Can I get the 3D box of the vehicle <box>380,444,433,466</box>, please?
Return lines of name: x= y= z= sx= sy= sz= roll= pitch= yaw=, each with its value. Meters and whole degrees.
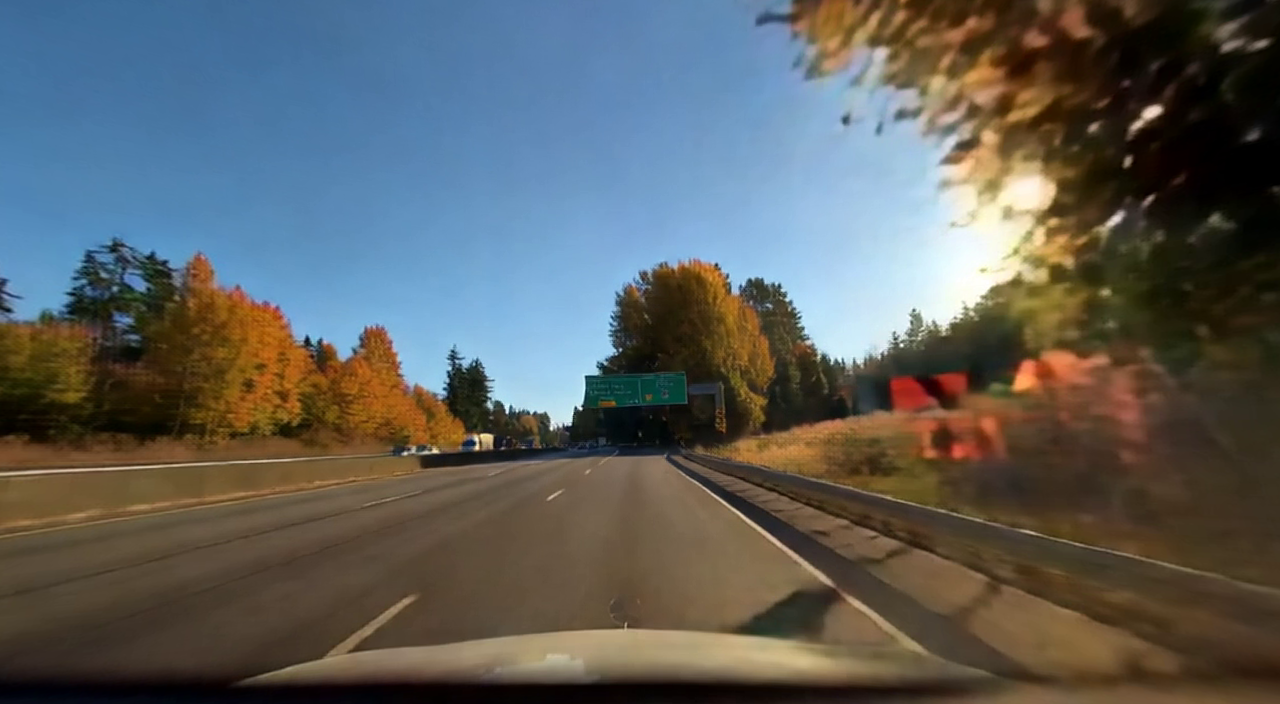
vehicle: x=-16.642 y=7.333 z=44.951 sx=1.888 sy=1.502 sz=4.814 roll=0 pitch=-8 yaw=0
